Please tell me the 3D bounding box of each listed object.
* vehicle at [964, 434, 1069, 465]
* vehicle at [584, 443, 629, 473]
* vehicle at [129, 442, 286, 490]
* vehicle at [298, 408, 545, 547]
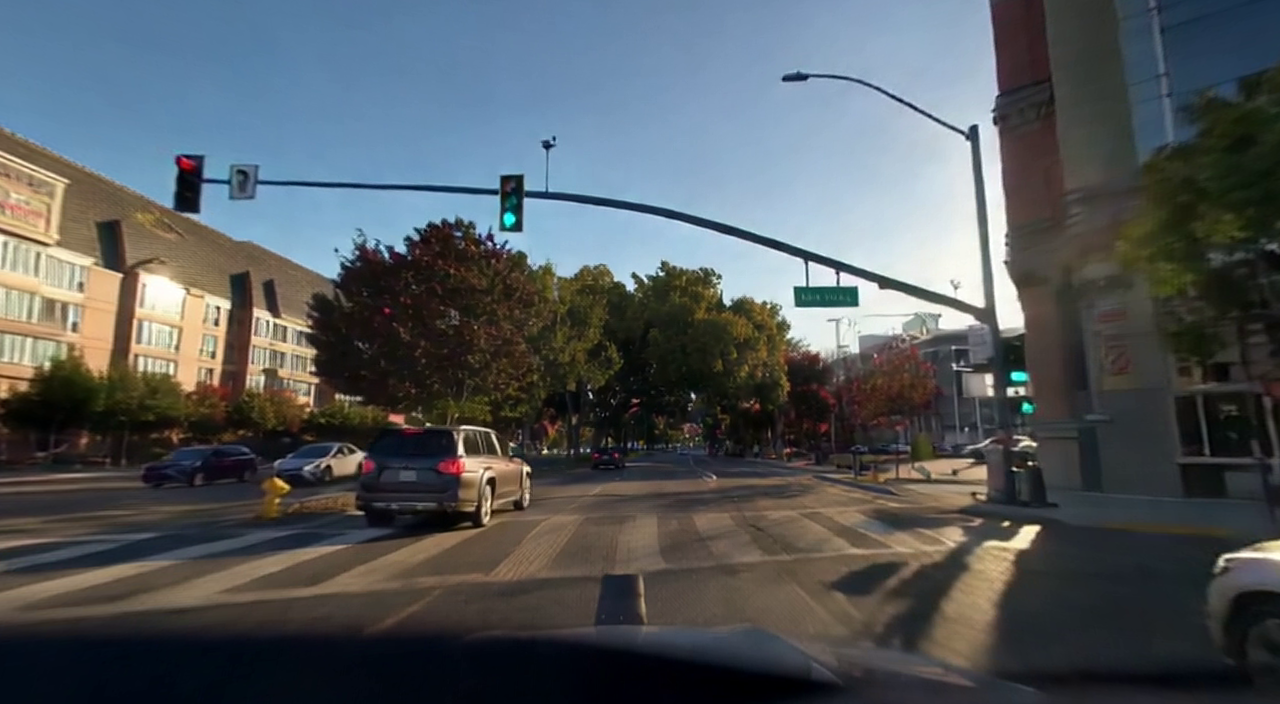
[{"bbox_3d":[25.636,6.697,43.348,2.429,1.938,6.118,2,-9,-14],"label":"vehicle"},{"bbox_3d":[-1.848,6.015,36.162,1.976,1.571,4.649,-1,-9,4],"label":"vehicle"},{"bbox_3d":[-14.884,3.931,22.151,2.079,1.464,4.574,-1,-9,3],"label":"vehicle"},{"bbox_3d":[-3.318,2.052,10.996,2.305,1.833,4.912,-1,-9,3],"label":"vehicle"}]
